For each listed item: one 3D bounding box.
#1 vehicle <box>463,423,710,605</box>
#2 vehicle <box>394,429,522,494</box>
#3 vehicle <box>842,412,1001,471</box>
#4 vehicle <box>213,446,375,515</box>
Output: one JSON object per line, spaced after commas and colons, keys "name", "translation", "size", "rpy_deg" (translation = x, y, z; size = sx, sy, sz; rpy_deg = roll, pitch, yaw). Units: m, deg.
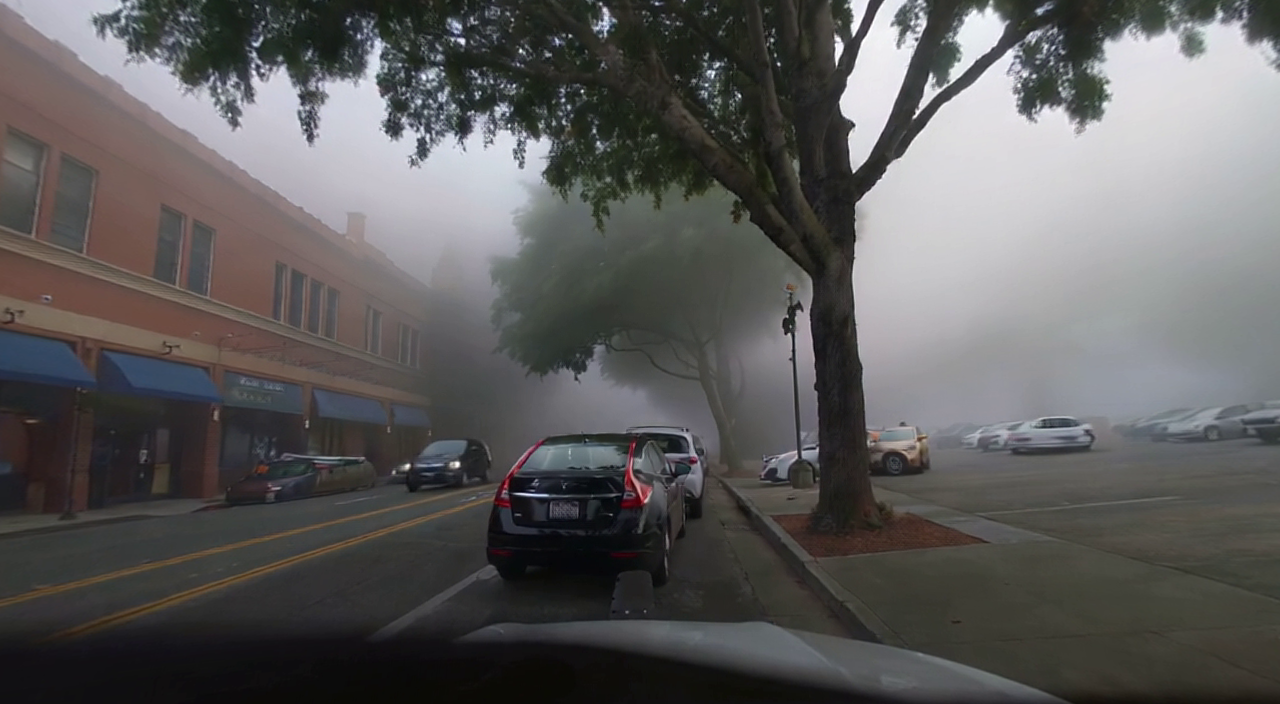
{"name": "vehicle", "translation": [-0.268, 1.636, 7.294], "size": [1.939, 1.478, 3.922], "rpy_deg": [-2, -8, 9]}
{"name": "vehicle", "translation": [-5.557, 3.421, 20.065], "size": [2.071, 1.811, 4.711], "rpy_deg": [-2, -8, 9]}
{"name": "vehicle", "translation": [9.018, 2.830, 20.222], "size": [4.558, 1.528, 1.915], "rpy_deg": [0, -8, -23]}
{"name": "vehicle", "translation": [-11.004, 4.064, 20.589], "size": [2.081, 1.718, 5.342], "rpy_deg": [-6, -9, 3]}
